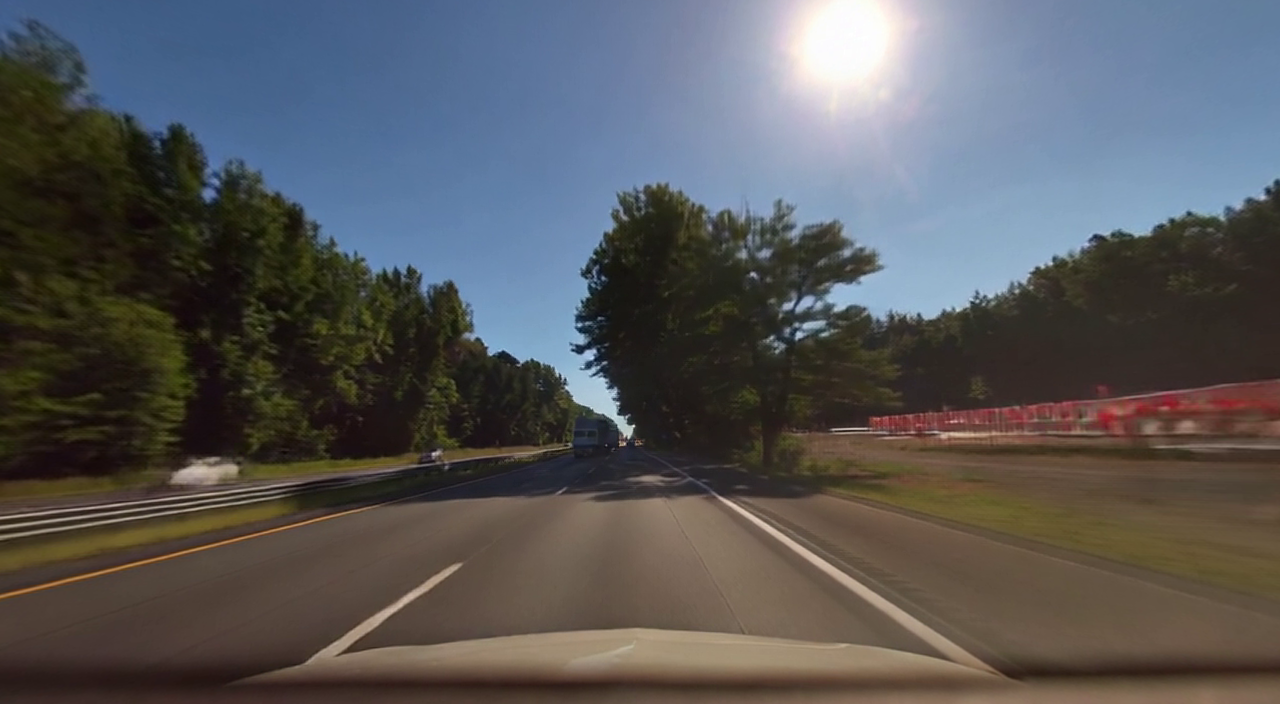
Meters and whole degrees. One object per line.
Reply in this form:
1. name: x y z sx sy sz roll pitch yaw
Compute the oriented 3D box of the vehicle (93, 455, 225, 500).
1. vehicle: -18.277 4.734 24.211 1.782 1.450 4.345 0 -8 -2
